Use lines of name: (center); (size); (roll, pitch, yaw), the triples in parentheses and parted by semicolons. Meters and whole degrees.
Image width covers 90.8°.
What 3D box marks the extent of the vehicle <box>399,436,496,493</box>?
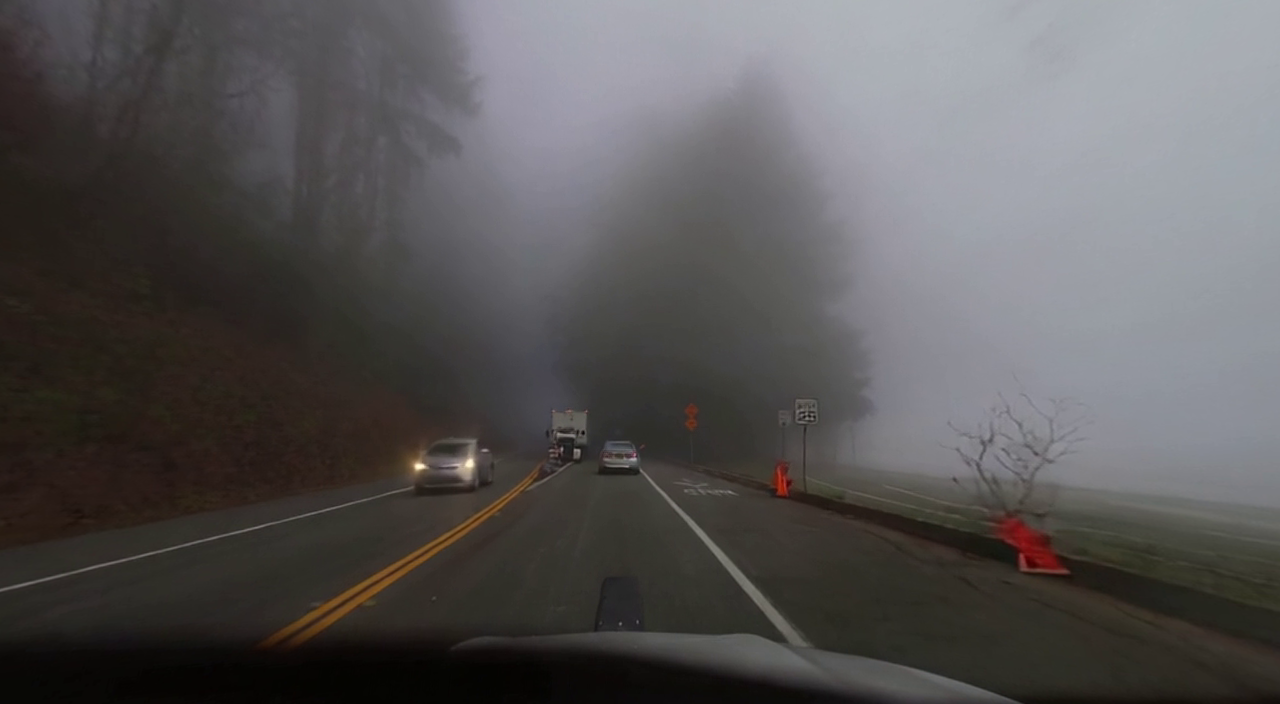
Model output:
vehicle: (-5.623, 3.307, 19.026); (2.019, 1.492, 4.091); (1, -8, -6)

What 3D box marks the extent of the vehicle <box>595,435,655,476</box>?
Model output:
vehicle: (-0.609, 4.085, 25.219); (2.186, 1.463, 4.356); (0, -8, -2)

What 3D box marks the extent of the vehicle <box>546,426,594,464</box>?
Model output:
vehicle: (-4.219, 5.615, 38.171); (2.671, 2.053, 6.074); (1, -8, -6)
